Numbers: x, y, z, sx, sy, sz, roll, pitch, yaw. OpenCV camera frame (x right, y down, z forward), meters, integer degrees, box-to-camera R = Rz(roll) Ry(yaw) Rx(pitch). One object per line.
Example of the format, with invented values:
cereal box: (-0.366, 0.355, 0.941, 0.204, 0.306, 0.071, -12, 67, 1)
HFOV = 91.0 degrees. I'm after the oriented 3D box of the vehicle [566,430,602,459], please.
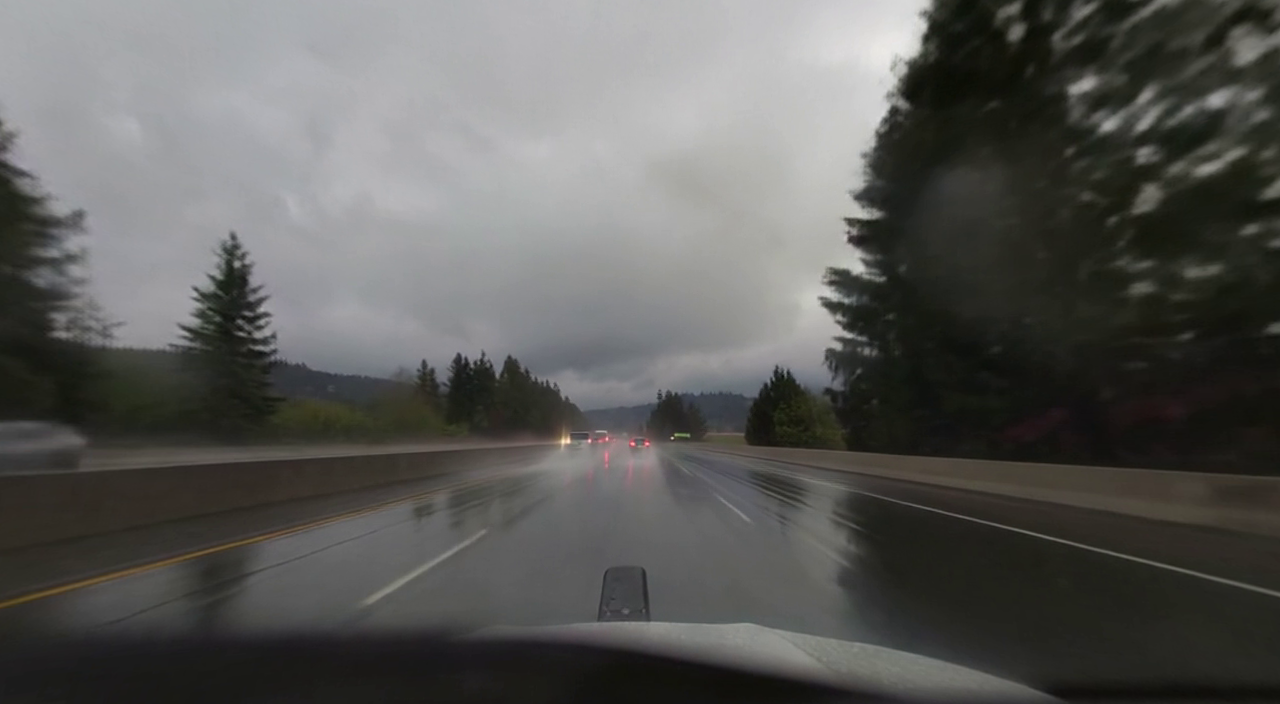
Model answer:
vehicle: (-4.034, 6.788, 46.210, 2.241, 2.034, 4.890, 0, -8, 0)
